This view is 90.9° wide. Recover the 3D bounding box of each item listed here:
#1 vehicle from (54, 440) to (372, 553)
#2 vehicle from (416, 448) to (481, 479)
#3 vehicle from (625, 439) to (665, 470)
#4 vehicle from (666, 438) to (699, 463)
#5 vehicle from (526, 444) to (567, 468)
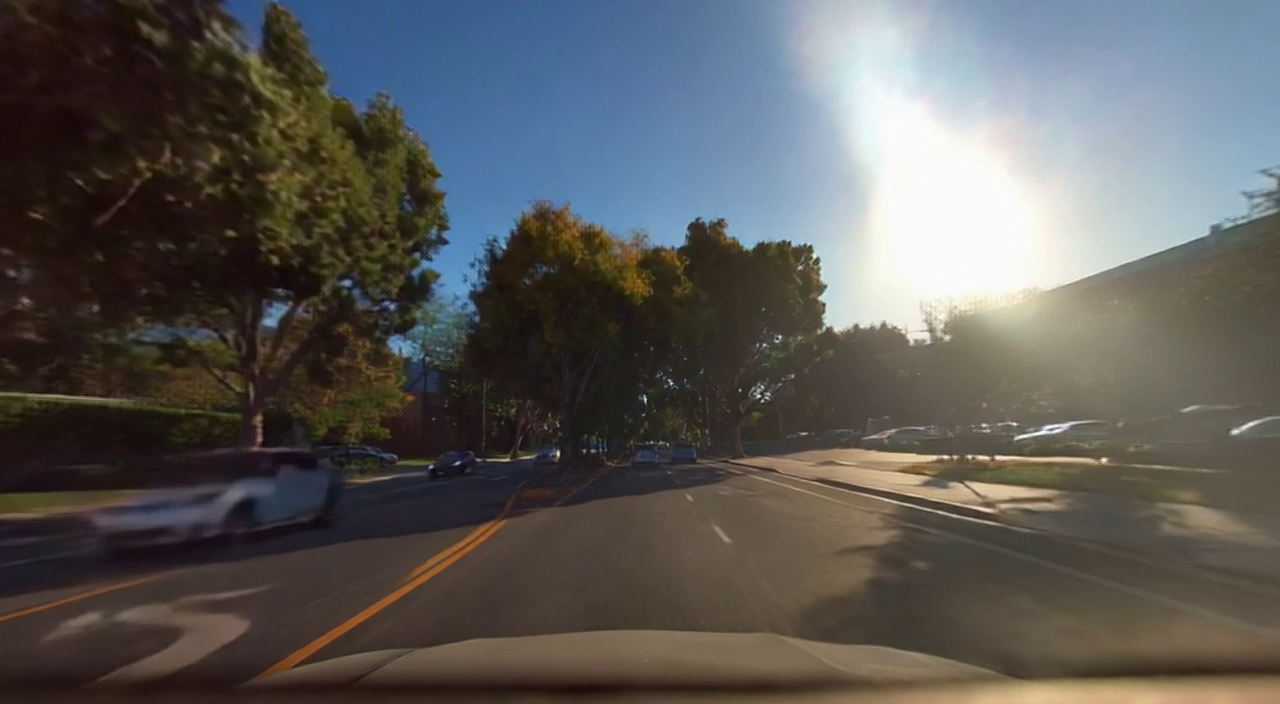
[{"bbox_3d":[-6.748,2.289,10.857,2.081,1.477,4.760,0,-8,1],"label":"vehicle"},{"bbox_3d":[-9.950,5.794,33.149,1.932,1.484,4.683,0,-8,1],"label":"vehicle"},{"bbox_3d":[0.234,5.659,34.977,2.109,1.612,3.963,0,-8,-1],"label":"vehicle"},{"bbox_3d":[3.240,7.582,48.522,2.189,1.766,4.495,0,-8,0],"label":"vehicle"},{"bbox_3d":[-6.331,7.068,43.033,2.020,1.512,4.296,0,-8,1],"label":"vehicle"}]
